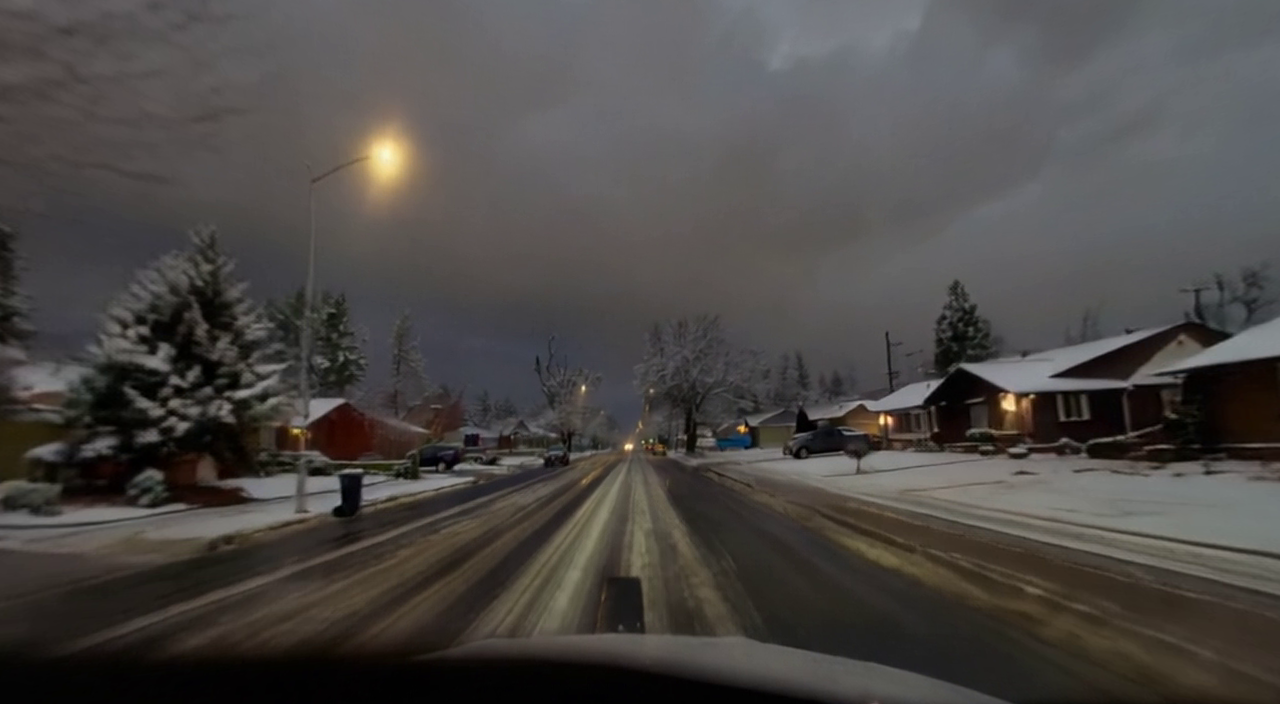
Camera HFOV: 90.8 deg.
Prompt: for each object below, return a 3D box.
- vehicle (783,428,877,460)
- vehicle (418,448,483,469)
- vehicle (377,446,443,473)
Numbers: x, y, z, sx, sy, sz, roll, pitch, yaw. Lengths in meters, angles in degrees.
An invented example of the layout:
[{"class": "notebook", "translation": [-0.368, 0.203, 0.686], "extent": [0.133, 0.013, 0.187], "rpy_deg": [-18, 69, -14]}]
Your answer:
[{"class": "vehicle", "translation": [10.438, 5.125, 35.027], "extent": [4.582, 1.680, 2.223], "rpy_deg": [-1, -9, 4]}, {"class": "vehicle", "translation": [-14.524, 8.178, 48.593], "extent": [4.285, 1.483, 1.954], "rpy_deg": [0, -9, 0]}, {"class": "vehicle", "translation": [-14.184, 6.633, 39.245], "extent": [1.982, 1.596, 3.988], "rpy_deg": [-2, -9, 12]}]
